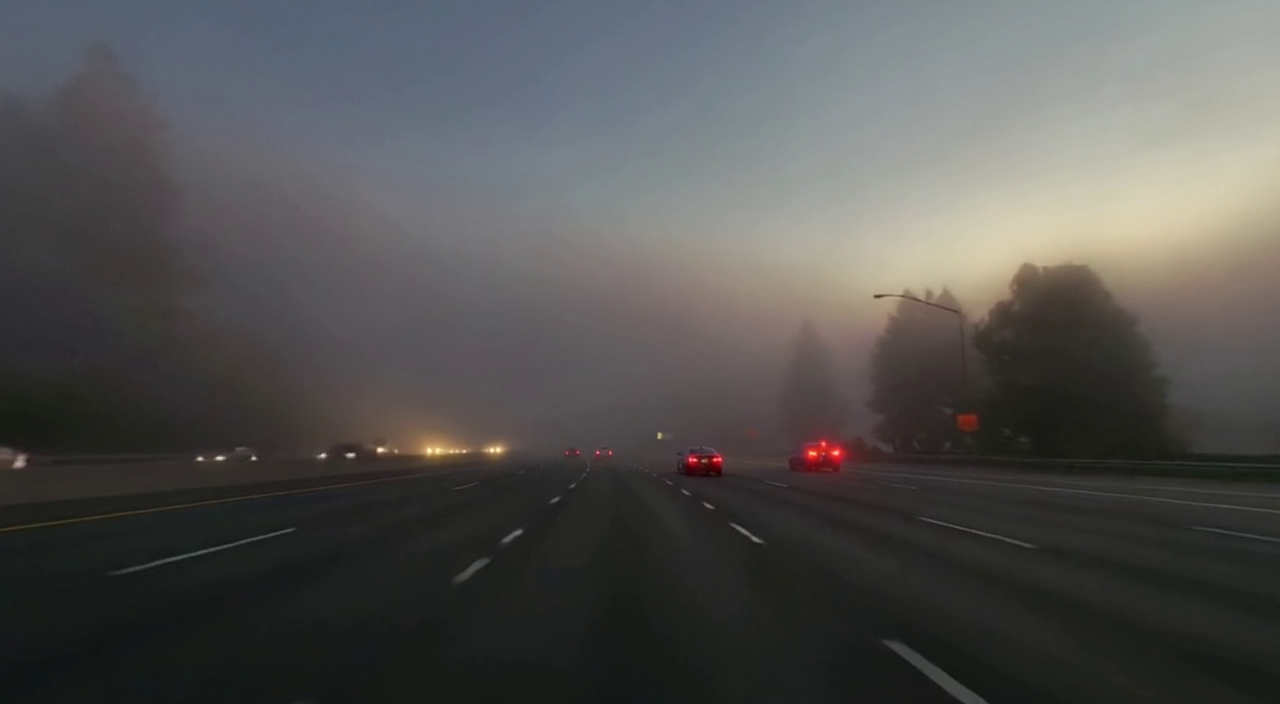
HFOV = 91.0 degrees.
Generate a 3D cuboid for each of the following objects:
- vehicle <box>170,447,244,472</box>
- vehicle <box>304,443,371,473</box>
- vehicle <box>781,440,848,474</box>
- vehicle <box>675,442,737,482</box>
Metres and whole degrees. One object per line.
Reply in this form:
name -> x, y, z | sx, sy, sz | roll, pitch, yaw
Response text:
vehicle -> -28.821, 7.139, 42.079 | 1.886, 1.533, 4.395 | 0, -9, -2
vehicle -> -17.703, 6.201, 37.048 | 1.927, 1.668, 4.237 | 0, -9, -2
vehicle -> 9.173, 5.567, 33.470 | 1.909, 1.634, 4.739 | 1, -9, -4
vehicle -> 2.692, 4.604, 26.633 | 1.975, 1.562, 3.823 | 1, -9, -4
